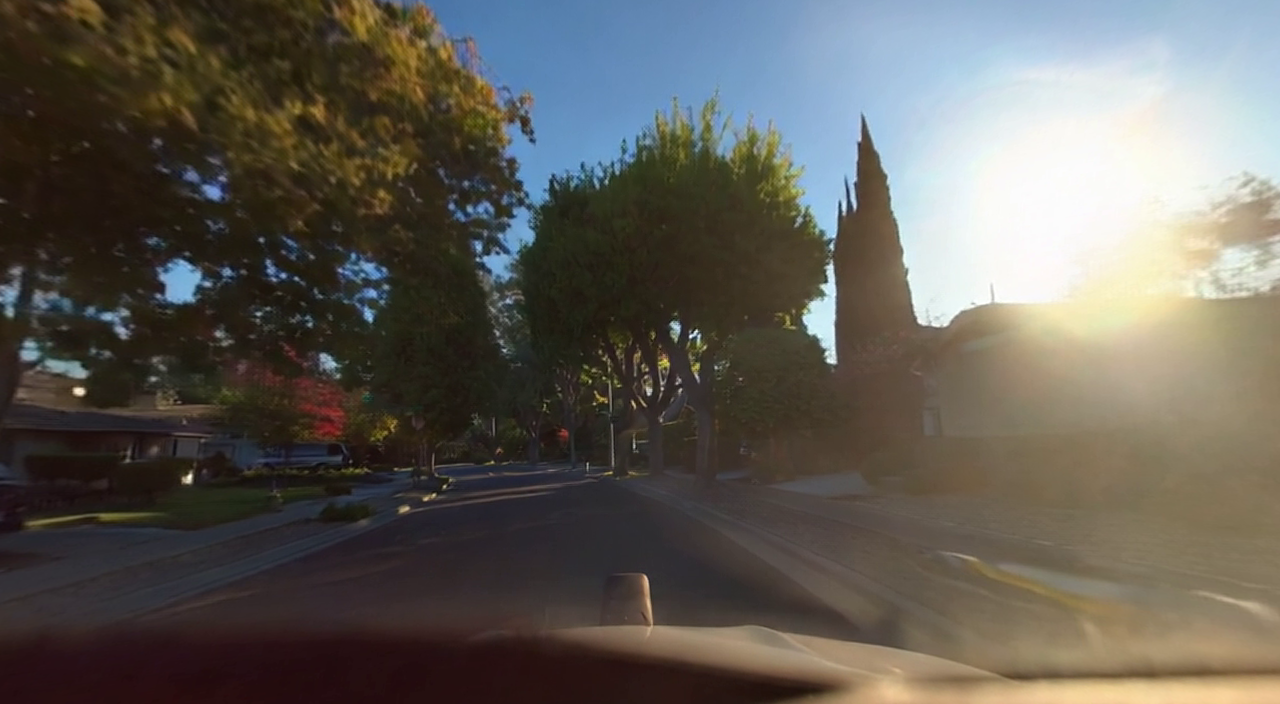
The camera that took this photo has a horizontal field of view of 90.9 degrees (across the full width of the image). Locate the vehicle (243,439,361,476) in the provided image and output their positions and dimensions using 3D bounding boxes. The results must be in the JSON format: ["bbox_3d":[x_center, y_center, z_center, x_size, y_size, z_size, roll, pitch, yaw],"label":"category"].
[{"bbox_3d":[-15.942,4.999,29.983,4.471,1.638,1.877,2,-8,-11],"label":"vehicle"}]
